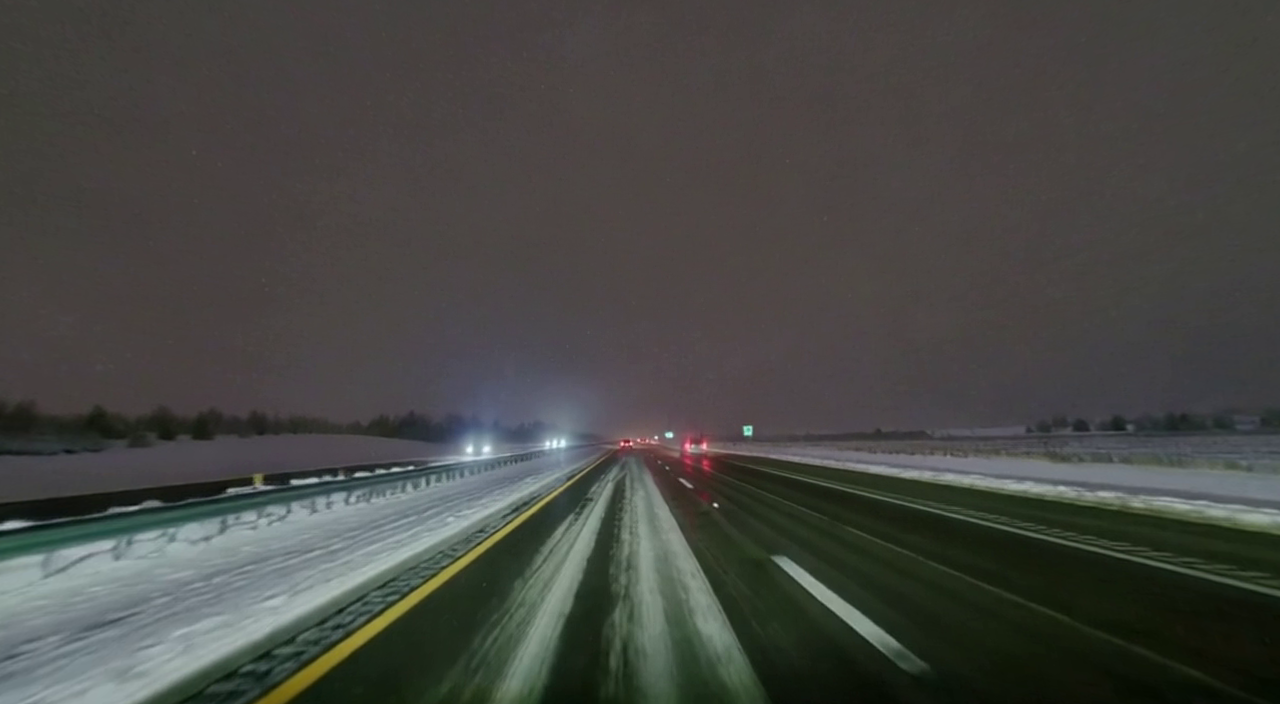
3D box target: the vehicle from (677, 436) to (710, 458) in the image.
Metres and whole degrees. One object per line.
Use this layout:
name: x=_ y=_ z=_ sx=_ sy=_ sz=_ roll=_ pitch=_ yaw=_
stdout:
vehicle: x=3.786 y=6.809 z=45.354 sx=1.995 sy=1.490 sz=3.857 roll=0 pitch=-8 yaw=-1
